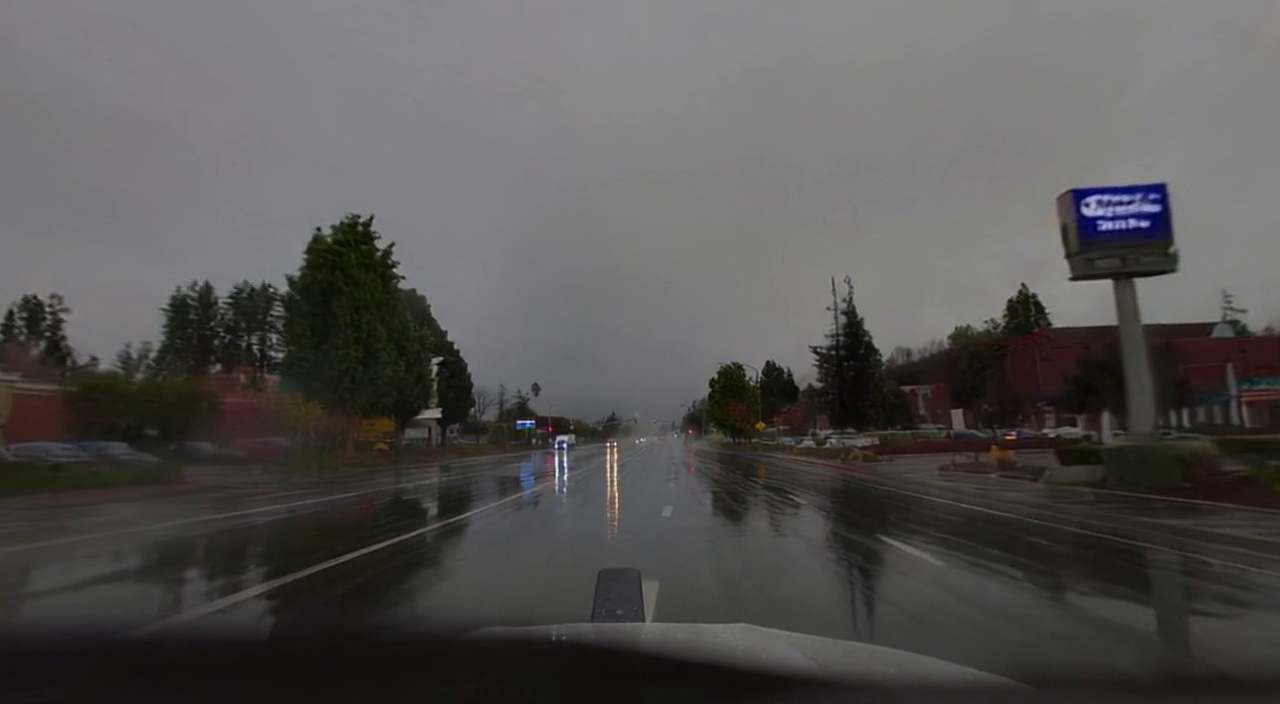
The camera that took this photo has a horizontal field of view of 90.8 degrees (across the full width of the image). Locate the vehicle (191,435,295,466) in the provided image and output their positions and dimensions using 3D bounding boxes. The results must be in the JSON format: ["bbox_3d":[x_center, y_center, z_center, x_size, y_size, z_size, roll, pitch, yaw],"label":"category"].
[{"bbox_3d":[-27.170,6.753,43.502,2.139,1.987,5.536,-5,-10,32],"label":"vehicle"}]

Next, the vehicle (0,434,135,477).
[{"bbox_3d":[-25.590,4.585,28.029,4.620,1.801,2.017,0,-9,3],"label":"vehicle"}]

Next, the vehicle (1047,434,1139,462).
[{"bbox_3d":[28.049,5.978,39.359,2.129,1.652,5.150,0,-9,3],"label":"vehicle"}]

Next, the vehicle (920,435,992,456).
[{"bbox_3d":[22.343,6.618,44.761,4.095,1.386,1.784,0,-8,1],"label":"vehicle"}]

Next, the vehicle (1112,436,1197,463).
[{"bbox_3d":[31.228,5.927,38.530,1.825,1.572,4.229,0,-9,4],"label":"vehicle"}]
